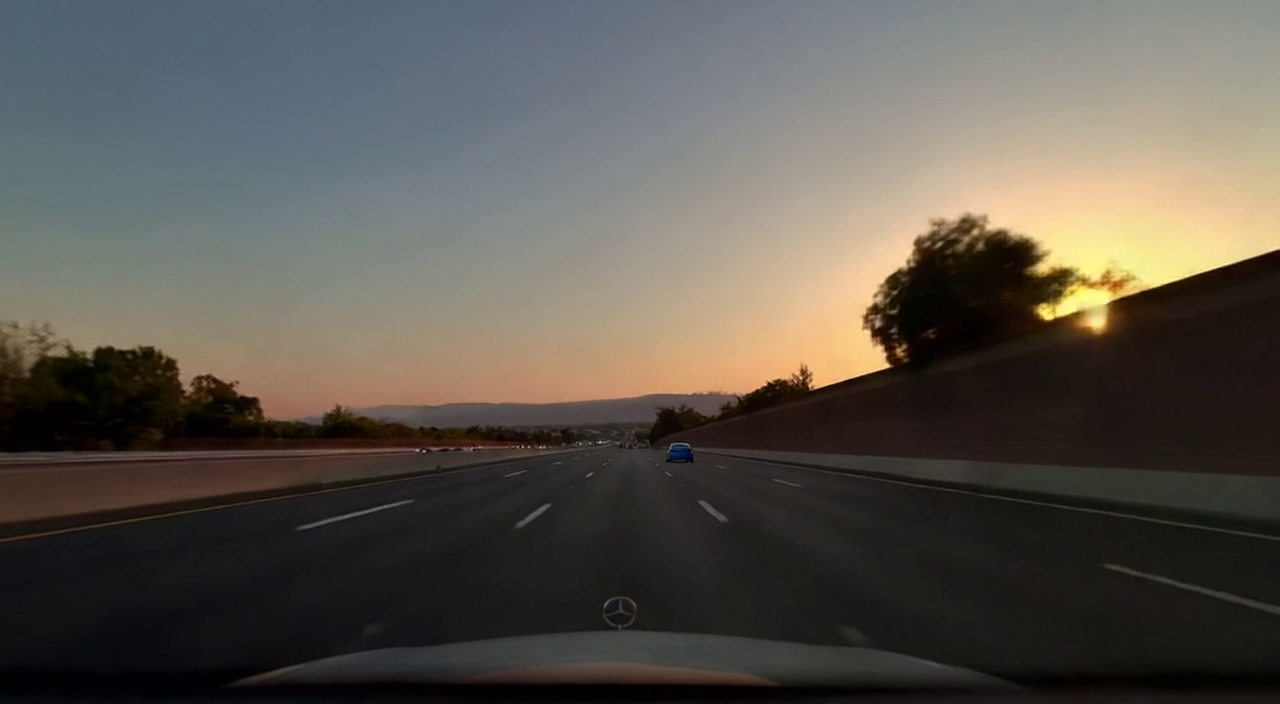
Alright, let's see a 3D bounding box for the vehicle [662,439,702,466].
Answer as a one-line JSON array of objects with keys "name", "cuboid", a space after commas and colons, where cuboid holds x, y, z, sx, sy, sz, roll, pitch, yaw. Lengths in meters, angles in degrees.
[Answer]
[{"name": "vehicle", "cuboid": [2.689, 6.535, 41.177, 2.270, 1.615, 3.770, 0, -8, -1]}]
